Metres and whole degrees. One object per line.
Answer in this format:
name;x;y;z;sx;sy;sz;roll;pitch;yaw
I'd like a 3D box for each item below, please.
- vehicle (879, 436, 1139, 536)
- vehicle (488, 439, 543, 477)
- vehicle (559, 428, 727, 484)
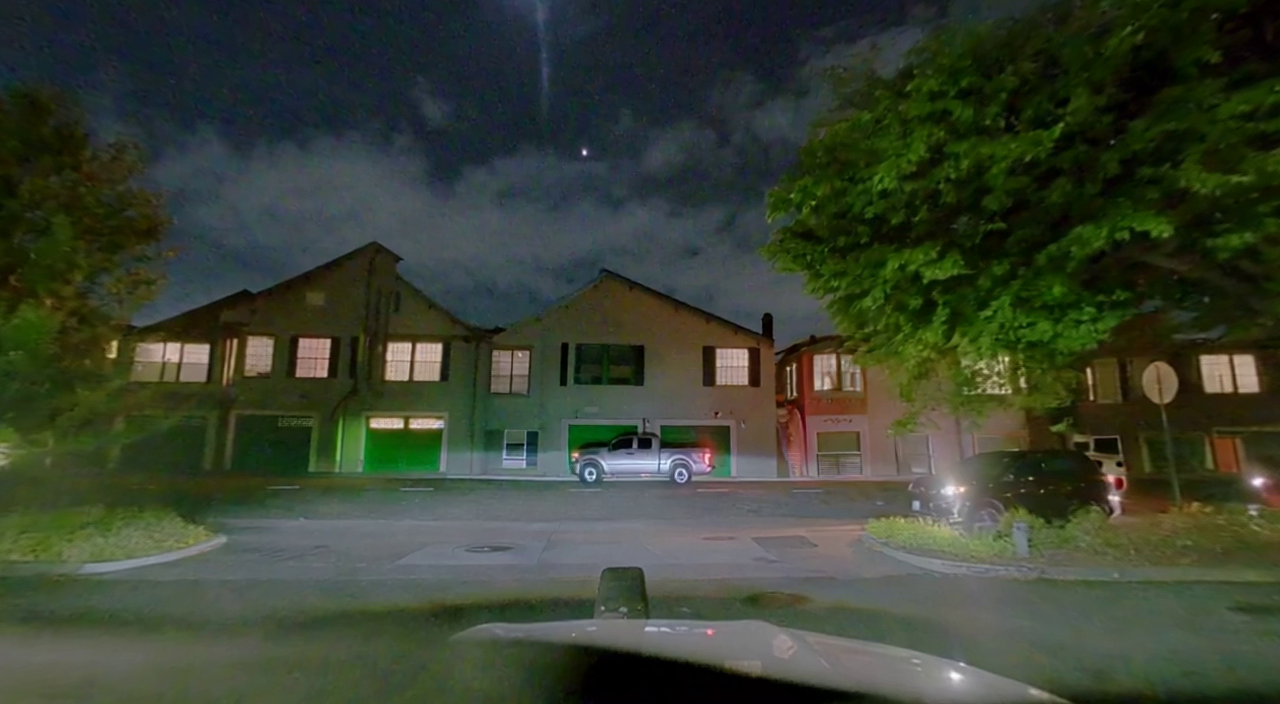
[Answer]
vehicle;7.307;2.606;12.777;4.074;1.617;2.112;1;-4;-9
vehicle;-5.908;5.026;30.255;1.869;1.460;3.826;-3;-6;-1
vehicle;0.071;3.617;22.161;5.600;1.835;2.161;0;-8;-2
